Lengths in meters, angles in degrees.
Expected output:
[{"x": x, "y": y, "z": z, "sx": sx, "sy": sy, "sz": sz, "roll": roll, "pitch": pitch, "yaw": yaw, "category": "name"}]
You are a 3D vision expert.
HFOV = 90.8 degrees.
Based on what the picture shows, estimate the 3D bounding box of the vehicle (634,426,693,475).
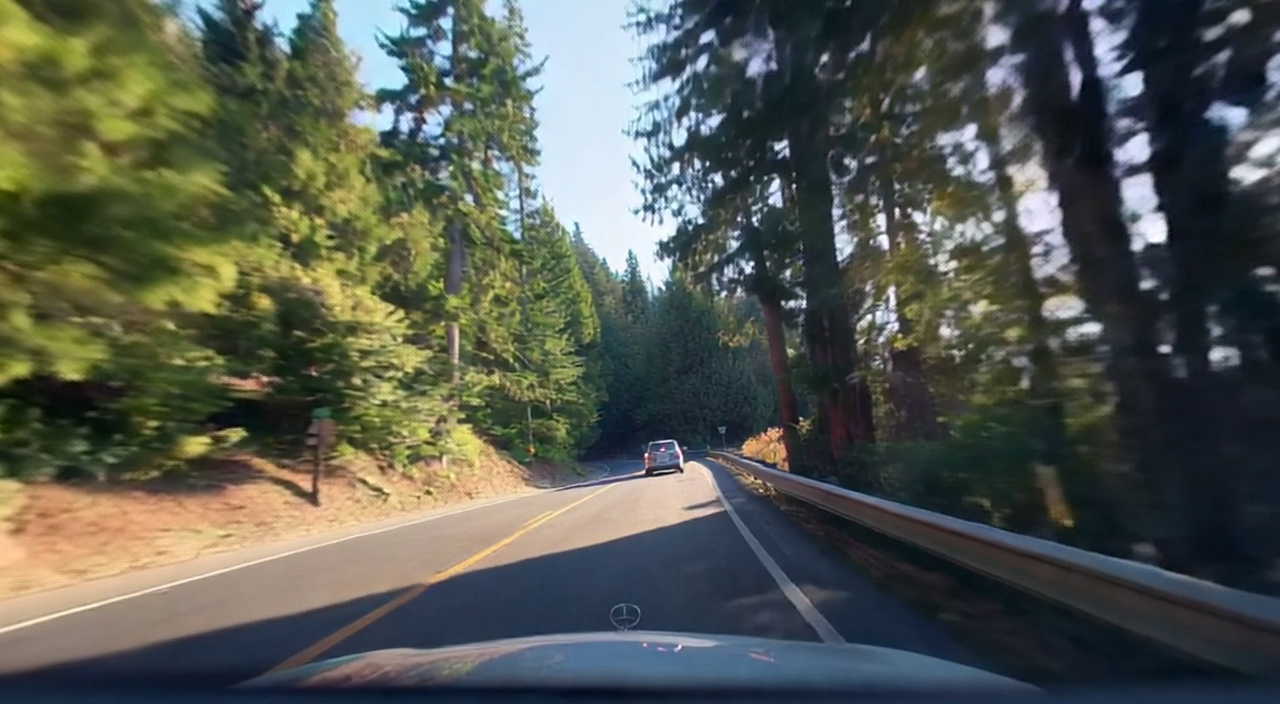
[{"x": 1.176, "y": 4.903, "z": 31.371, "sx": 2.469, "sy": 1.953, "sz": 5.605, "roll": -7, "pitch": -9, "yaw": 2, "category": "vehicle"}]
